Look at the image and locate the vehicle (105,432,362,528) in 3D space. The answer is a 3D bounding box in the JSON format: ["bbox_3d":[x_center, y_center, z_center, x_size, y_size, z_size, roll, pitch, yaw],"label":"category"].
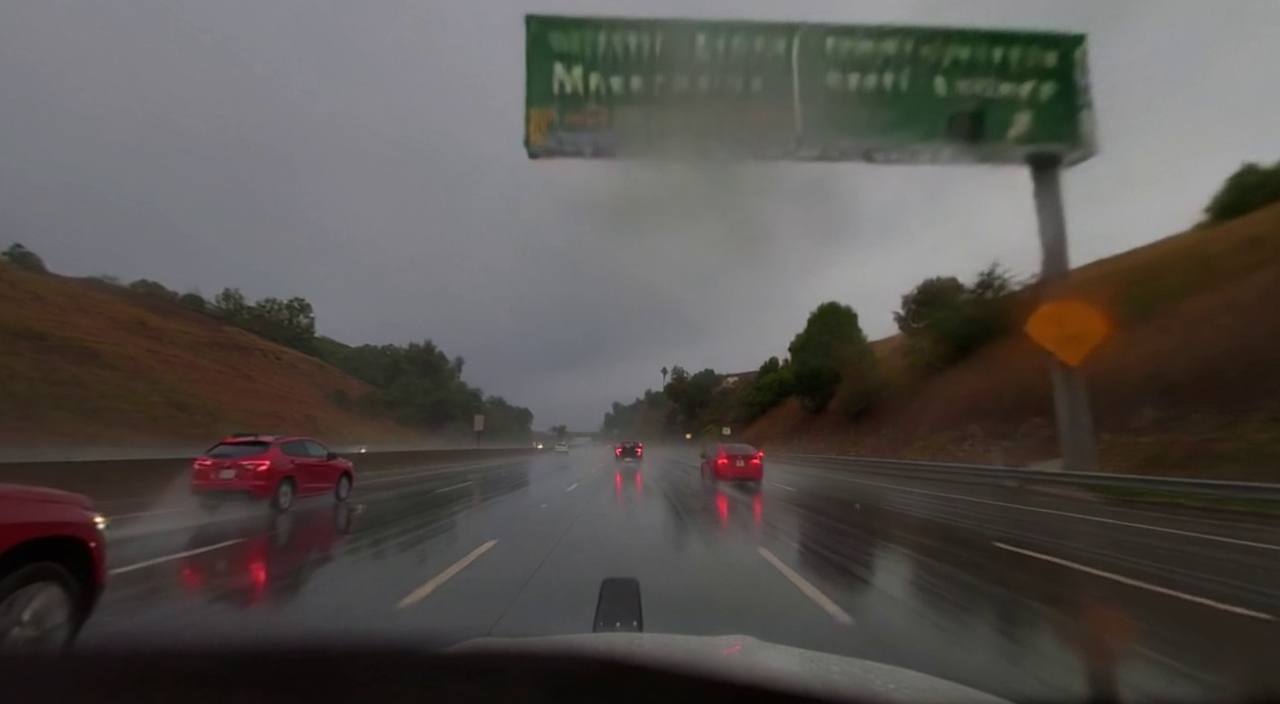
[{"bbox_3d":[-7.572,2.408,12.552,1.922,1.508,4.816,0,-8,0],"label":"vehicle"}]

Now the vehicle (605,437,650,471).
[{"bbox_3d":[-0.667,5.477,34.066,2.277,1.675,4.023,0,-8,-1],"label":"vehicle"}]

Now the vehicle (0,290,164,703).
[{"bbox_3d":[-3.792,0.426,0.513,2.379,1.948,5.668,0,-8,0],"label":"vehicle"}]

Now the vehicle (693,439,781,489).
[{"bbox_3d":[3.157,3.773,21.645,2.120,1.492,4.734,0,-8,-1],"label":"vehicle"}]
